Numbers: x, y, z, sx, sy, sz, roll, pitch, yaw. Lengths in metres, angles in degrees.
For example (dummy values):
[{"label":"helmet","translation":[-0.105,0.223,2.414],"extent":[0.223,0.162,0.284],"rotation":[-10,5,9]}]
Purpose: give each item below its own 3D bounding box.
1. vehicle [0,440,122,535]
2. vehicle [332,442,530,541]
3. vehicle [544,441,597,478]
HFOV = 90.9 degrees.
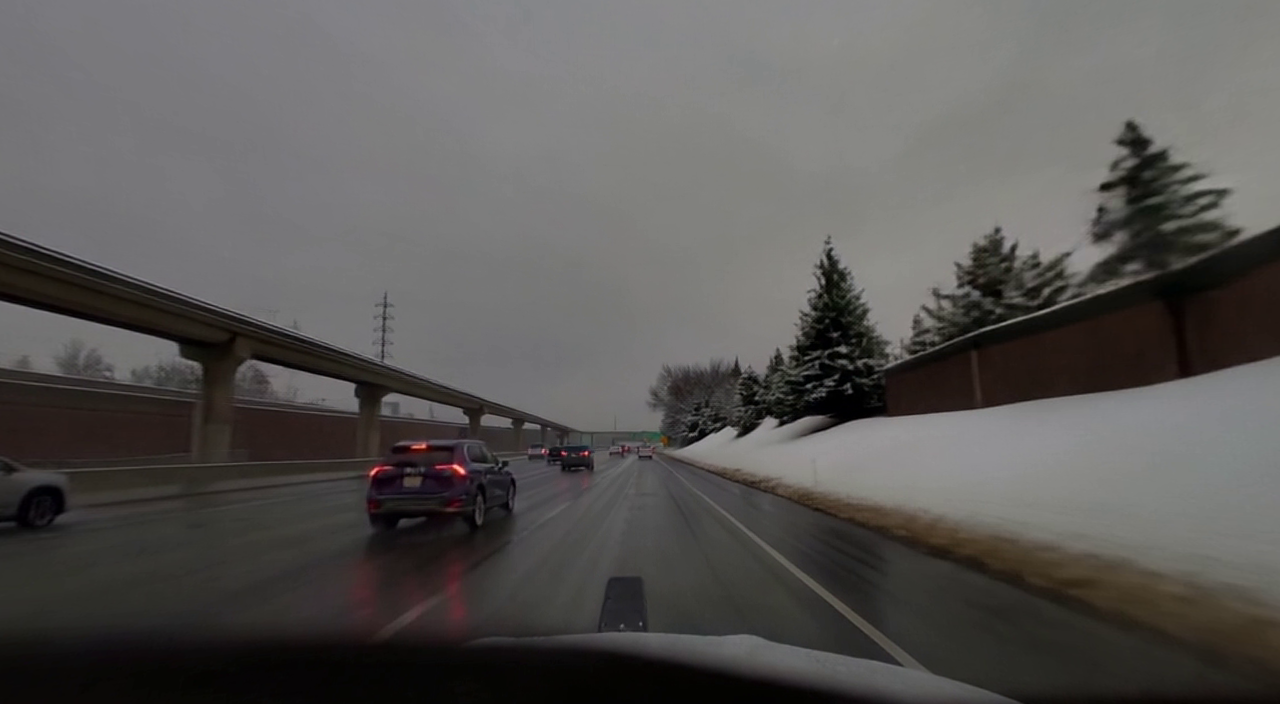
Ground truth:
[{"label":"vehicle","translation":[-11.188,2.132,9.833],"extent":[1.978,1.498,4.940],"rotation":[0,-8,1]},{"label":"vehicle","translation":[-3.477,2.378,11.518],"extent":[2.056,1.449,4.330],"rotation":[0,-8,1]},{"label":"vehicle","translation":[-3.438,5.384,31.958],"extent":[2.052,1.731,4.372],"rotation":[0,-8,2]}]
